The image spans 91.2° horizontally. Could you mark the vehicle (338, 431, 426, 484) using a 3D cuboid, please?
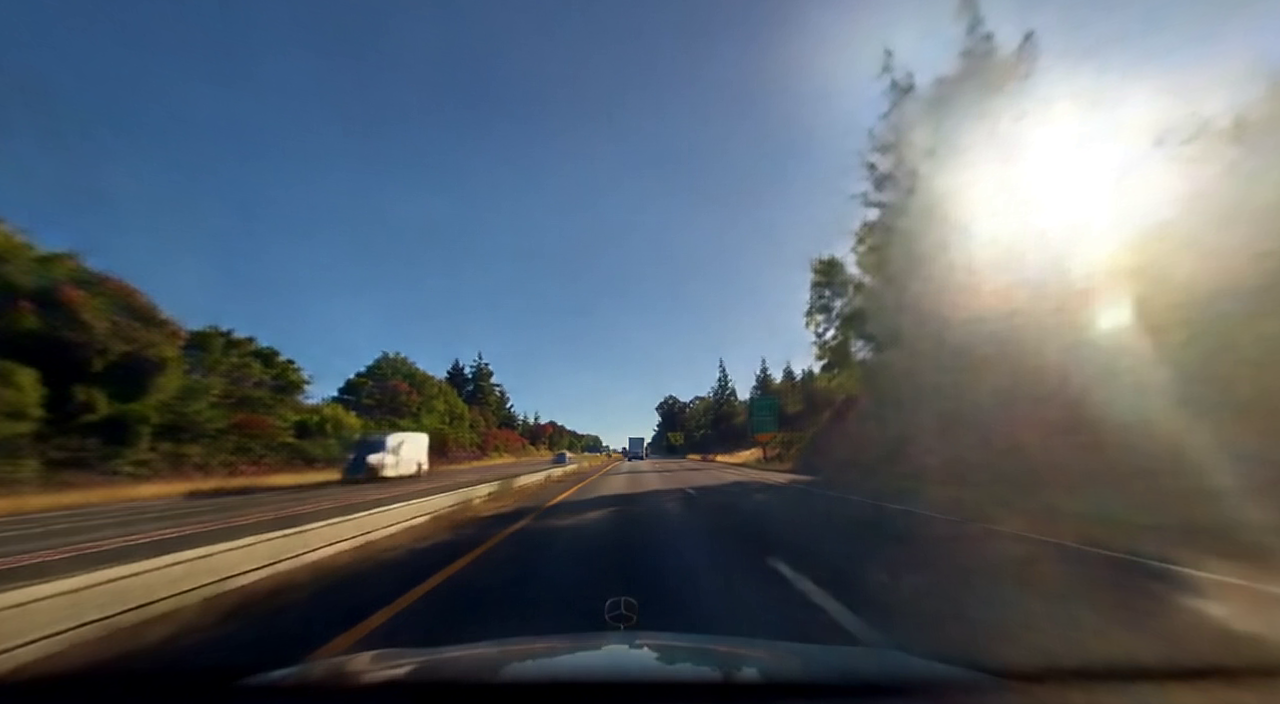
[{"bbox_3d":[-14.066,5.805,34.652,2.333,2.641,5.883,0,-9,0],"label":"vehicle"}]
